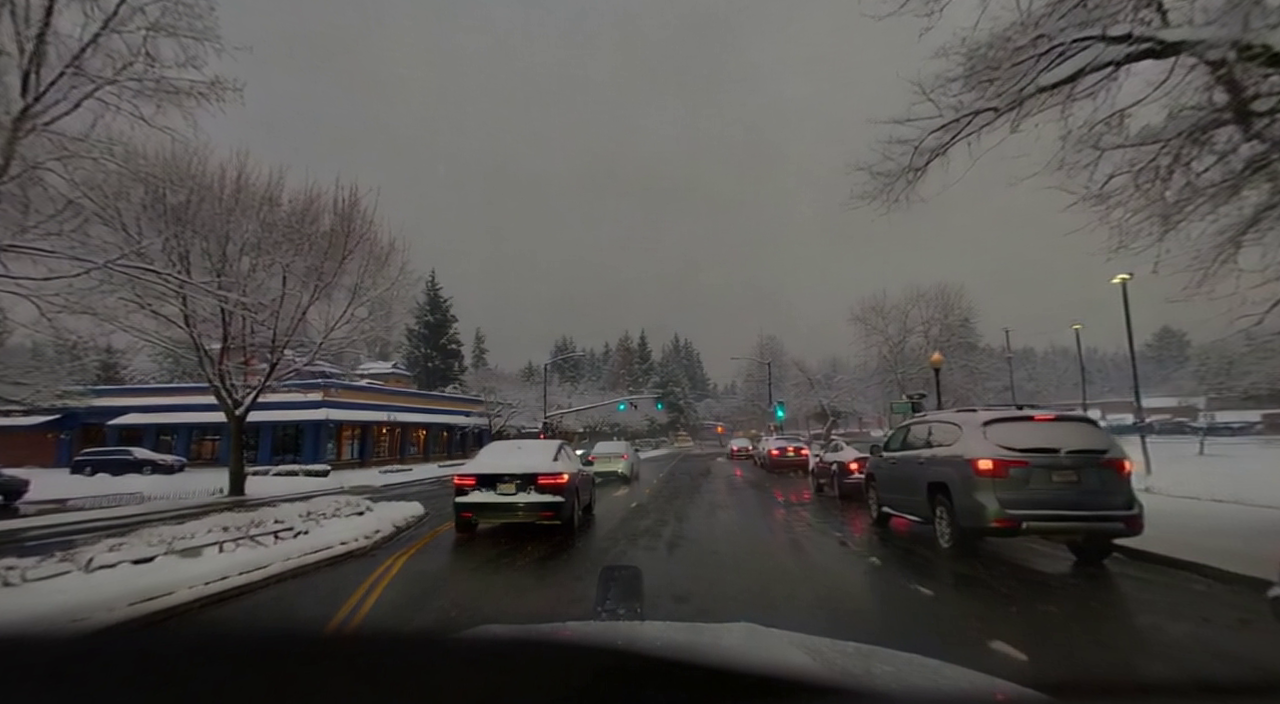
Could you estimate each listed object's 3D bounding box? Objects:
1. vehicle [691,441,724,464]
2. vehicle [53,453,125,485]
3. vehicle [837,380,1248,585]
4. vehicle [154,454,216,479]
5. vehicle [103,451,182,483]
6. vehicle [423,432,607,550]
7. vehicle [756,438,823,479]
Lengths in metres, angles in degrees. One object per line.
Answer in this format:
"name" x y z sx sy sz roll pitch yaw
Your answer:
"vehicle" 4.545 6.860 43.296 2.095 1.473 4.301 -1 -8 4
"vehicle" -28.018 5.899 32.101 3.865 1.499 1.804 -6 -10 36
"vehicle" 4.672 1.644 8.858 2.324 1.907 5.634 -1 -8 4
"vehicle" -27.042 6.766 37.533 3.527 1.390 1.681 -5 -10 32
"vehicle" -27.575 6.320 34.978 4.127 1.583 1.978 -5 -10 31
"vehicle" -1.715 2.097 10.281 1.968 1.497 4.286 0 -8 2
"vehicle" 5.852 4.207 25.283 1.910 1.493 4.490 -1 -8 4
